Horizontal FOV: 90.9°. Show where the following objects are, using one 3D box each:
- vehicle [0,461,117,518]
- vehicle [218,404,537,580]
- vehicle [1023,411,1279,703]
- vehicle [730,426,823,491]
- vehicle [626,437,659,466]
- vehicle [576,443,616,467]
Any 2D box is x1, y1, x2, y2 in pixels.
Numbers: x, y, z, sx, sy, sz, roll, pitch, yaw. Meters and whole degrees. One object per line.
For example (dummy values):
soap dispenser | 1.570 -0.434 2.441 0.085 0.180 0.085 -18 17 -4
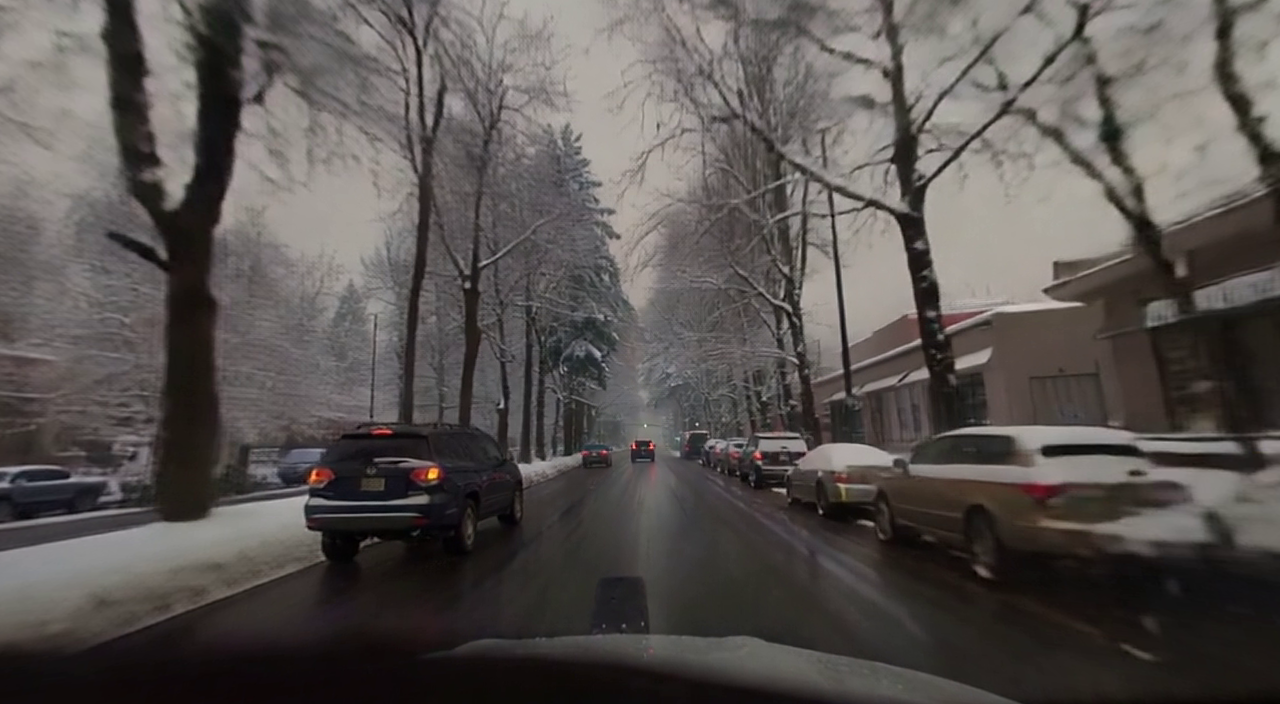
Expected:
vehicle | -18.990 4.168 19.295 1.888 1.500 4.622 0 -8 2
vehicle | -2.963 1.717 8.598 2.186 1.708 4.746 0 -8 2
vehicle | 4.040 1.025 2.842 1.887 1.517 4.257 0 -8 -1
vehicle | 4.445 3.562 21.409 2.079 1.910 4.855 0 -8 0
vehicle | 0.158 6.466 40.959 2.075 1.770 4.018 0 -8 0
vehicle | -2.797 6.673 41.130 2.151 1.484 4.468 0 -8 2
